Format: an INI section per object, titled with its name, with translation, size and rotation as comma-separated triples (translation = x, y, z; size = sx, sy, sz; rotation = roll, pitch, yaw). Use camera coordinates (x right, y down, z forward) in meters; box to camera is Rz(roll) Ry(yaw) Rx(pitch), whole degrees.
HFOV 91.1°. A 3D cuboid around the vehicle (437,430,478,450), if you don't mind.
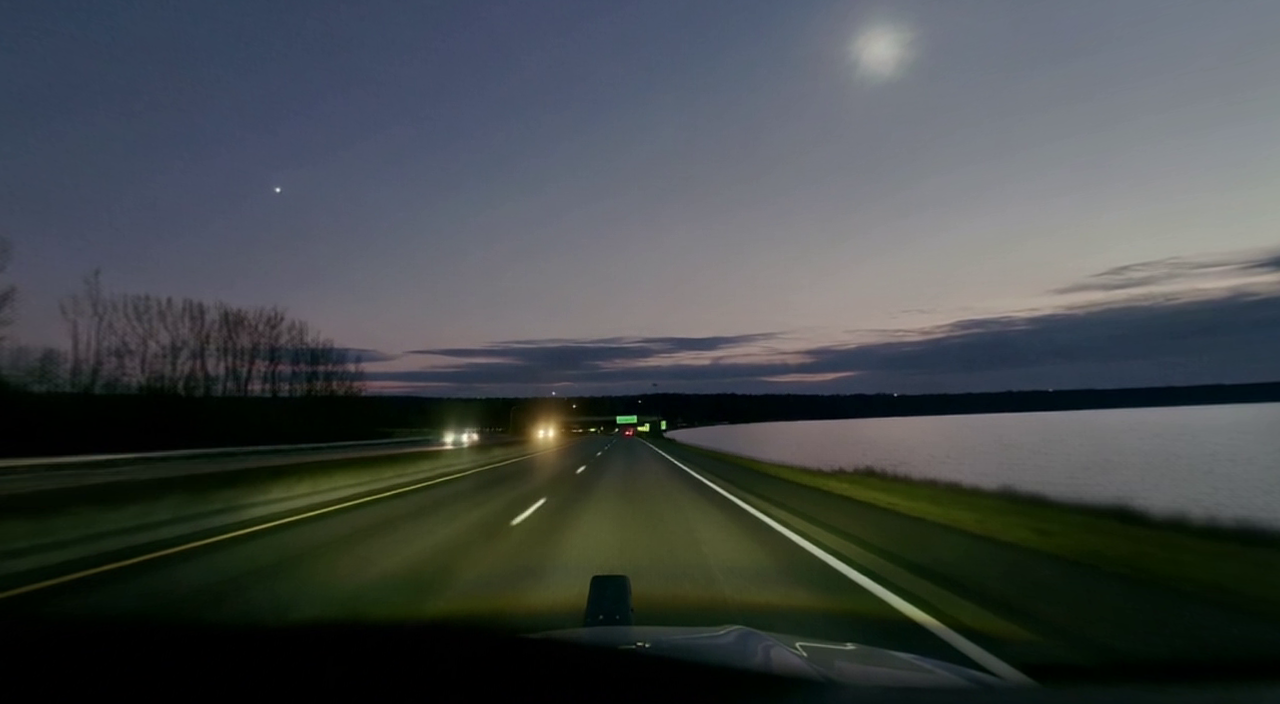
[vehicle]
translation = -14.356, 6.936, 49.719
size = 1.892, 1.508, 4.530
rotation = 0, -8, 0
